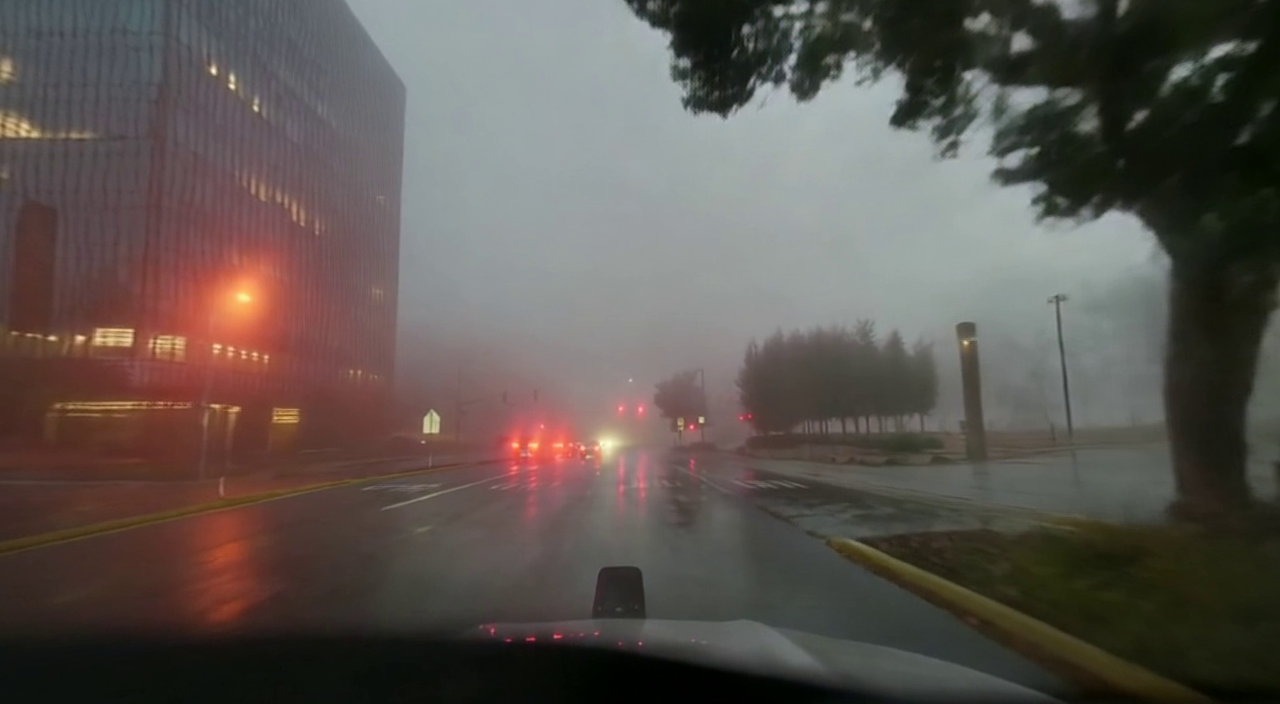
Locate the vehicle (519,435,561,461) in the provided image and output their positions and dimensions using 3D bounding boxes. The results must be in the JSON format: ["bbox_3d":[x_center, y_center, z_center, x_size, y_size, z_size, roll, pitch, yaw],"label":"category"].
[{"bbox_3d":[-7.410,7.235,47.260,2.204,1.844,4.766,0,-9,2],"label":"vehicle"}]
